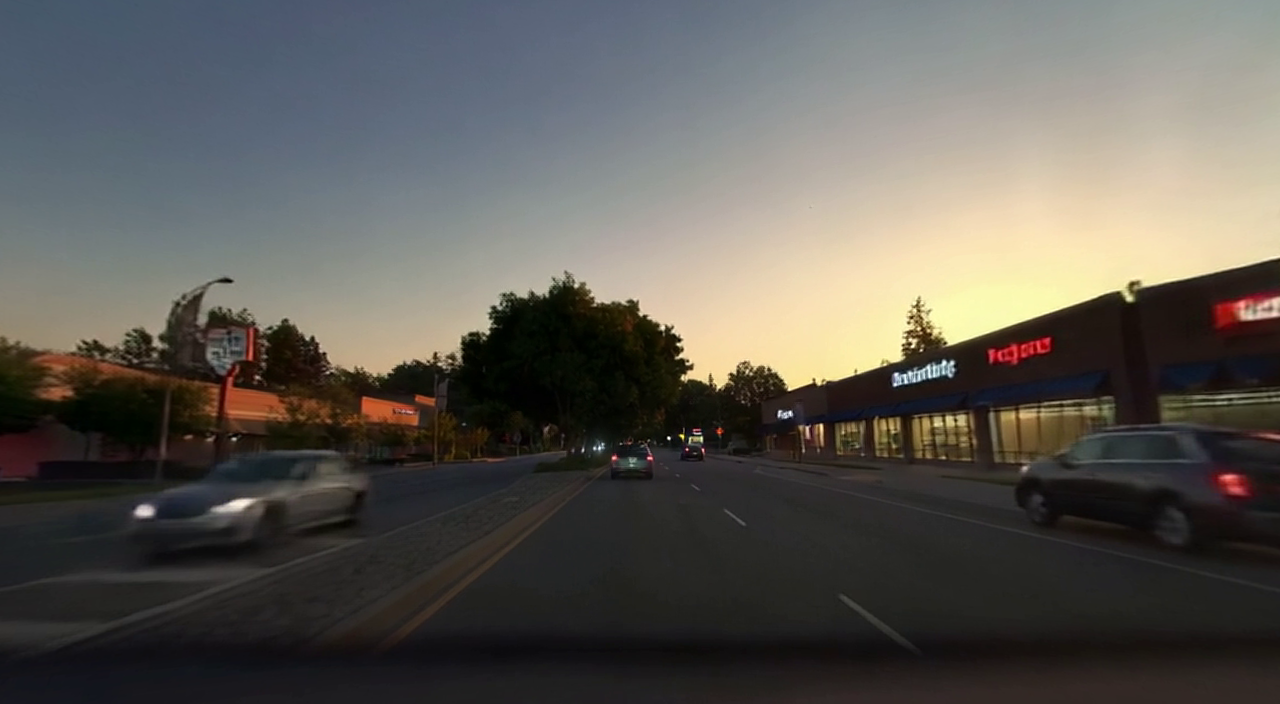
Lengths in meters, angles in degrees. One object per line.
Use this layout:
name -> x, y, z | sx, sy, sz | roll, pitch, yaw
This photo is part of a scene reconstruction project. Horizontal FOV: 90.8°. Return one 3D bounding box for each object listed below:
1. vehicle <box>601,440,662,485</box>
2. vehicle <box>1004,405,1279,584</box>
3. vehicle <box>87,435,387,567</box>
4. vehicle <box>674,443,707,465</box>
vehicle -> -0.311, 3.919, 22.658 | 2.006, 1.487, 3.535 | 0, -9, -1
vehicle -> 7.627, 1.790, 8.744 | 2.165, 1.787, 5.231 | -1, -9, 2
vehicle -> -5.616, 2.074, 9.594 | 1.999, 1.531, 4.011 | 0, -9, -2
vehicle -> 3.535, 7.255, 45.109 | 1.910, 1.474, 4.003 | 0, -9, -1
